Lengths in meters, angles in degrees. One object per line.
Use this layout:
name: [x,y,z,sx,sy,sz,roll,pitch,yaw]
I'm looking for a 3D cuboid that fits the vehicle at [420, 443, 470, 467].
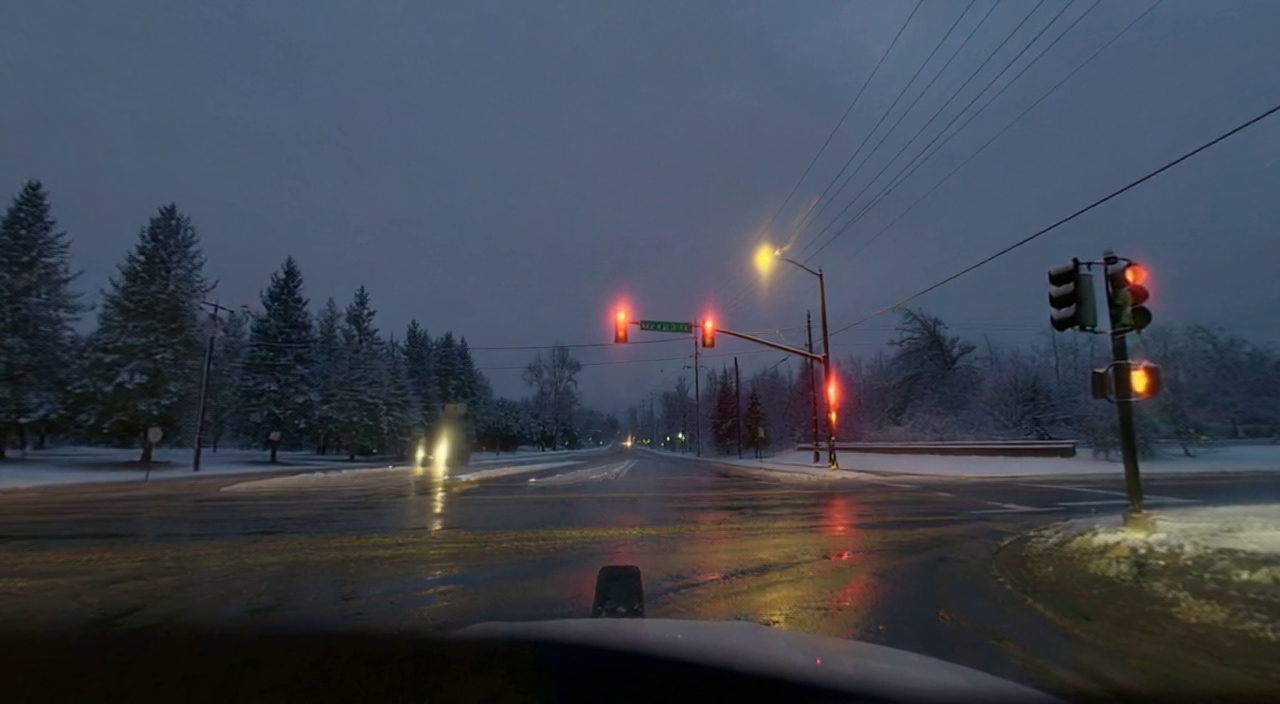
vehicle: [-13.721,7.266,44.692,1.893,1.547,4.283,-1,-8,4]
